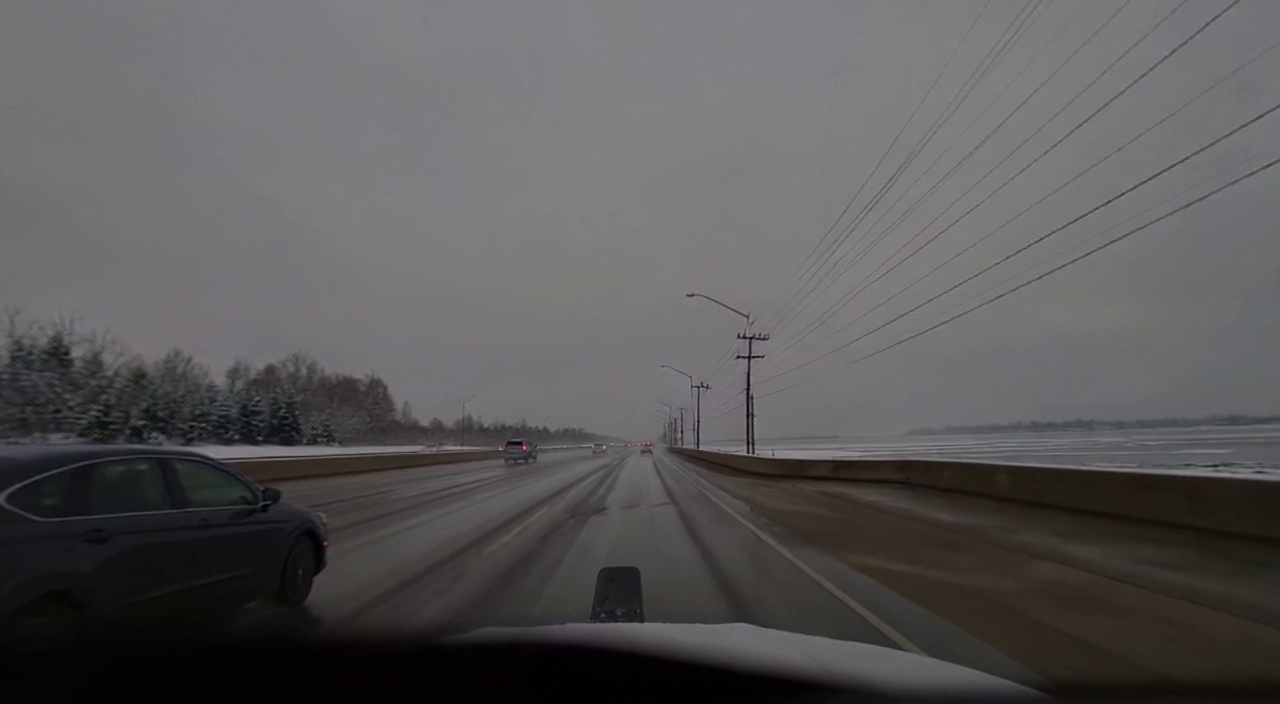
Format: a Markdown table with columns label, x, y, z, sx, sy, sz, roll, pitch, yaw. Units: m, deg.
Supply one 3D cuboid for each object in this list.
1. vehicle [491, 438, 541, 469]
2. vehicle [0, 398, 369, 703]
| label | x | y | z | sx | sy | sz | roll | pitch | yaw |
| --- | --- | --- | --- | --- | --- | --- | --- | --- | --- |
| vehicle | -7.383 | 6.094 | 38.125 | 2.050 | 1.717 | 4.418 | 0 | -8 | 1 |
| vehicle | -3.589 | 1.105 | 3.647 | 2.015 | 1.501 | 4.454 | 0 | -8 | 1 |
